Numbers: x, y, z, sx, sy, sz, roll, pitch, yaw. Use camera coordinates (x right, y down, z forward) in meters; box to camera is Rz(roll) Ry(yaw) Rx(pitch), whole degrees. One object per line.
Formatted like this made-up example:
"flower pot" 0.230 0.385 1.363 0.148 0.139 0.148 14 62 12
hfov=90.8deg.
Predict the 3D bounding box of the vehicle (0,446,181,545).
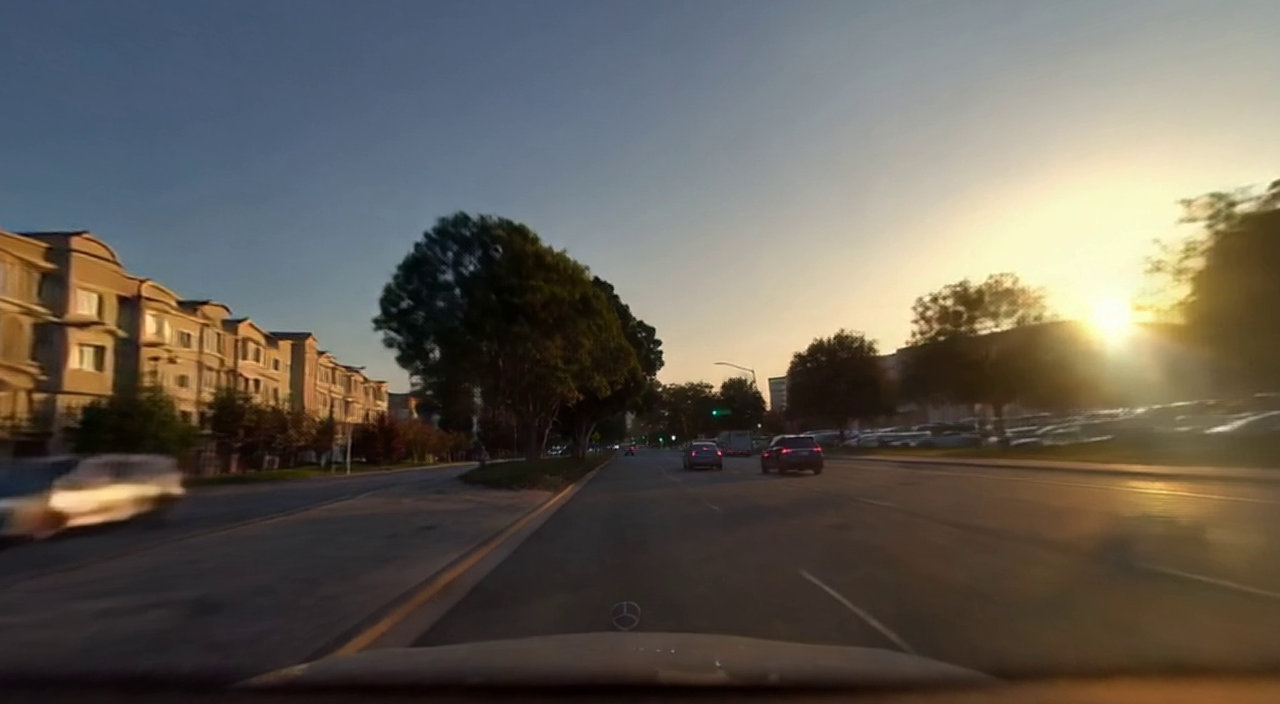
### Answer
"vehicle" -11.096 2.541 11.639 1.802 1.560 4.476 -1 -8 2

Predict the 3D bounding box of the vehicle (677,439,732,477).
"vehicle" 2.858 4.792 28.798 1.917 1.538 4.259 0 -8 -2

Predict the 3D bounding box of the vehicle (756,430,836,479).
"vehicle" 6.242 4.172 25.904 1.946 1.773 4.641 0 -8 -2
